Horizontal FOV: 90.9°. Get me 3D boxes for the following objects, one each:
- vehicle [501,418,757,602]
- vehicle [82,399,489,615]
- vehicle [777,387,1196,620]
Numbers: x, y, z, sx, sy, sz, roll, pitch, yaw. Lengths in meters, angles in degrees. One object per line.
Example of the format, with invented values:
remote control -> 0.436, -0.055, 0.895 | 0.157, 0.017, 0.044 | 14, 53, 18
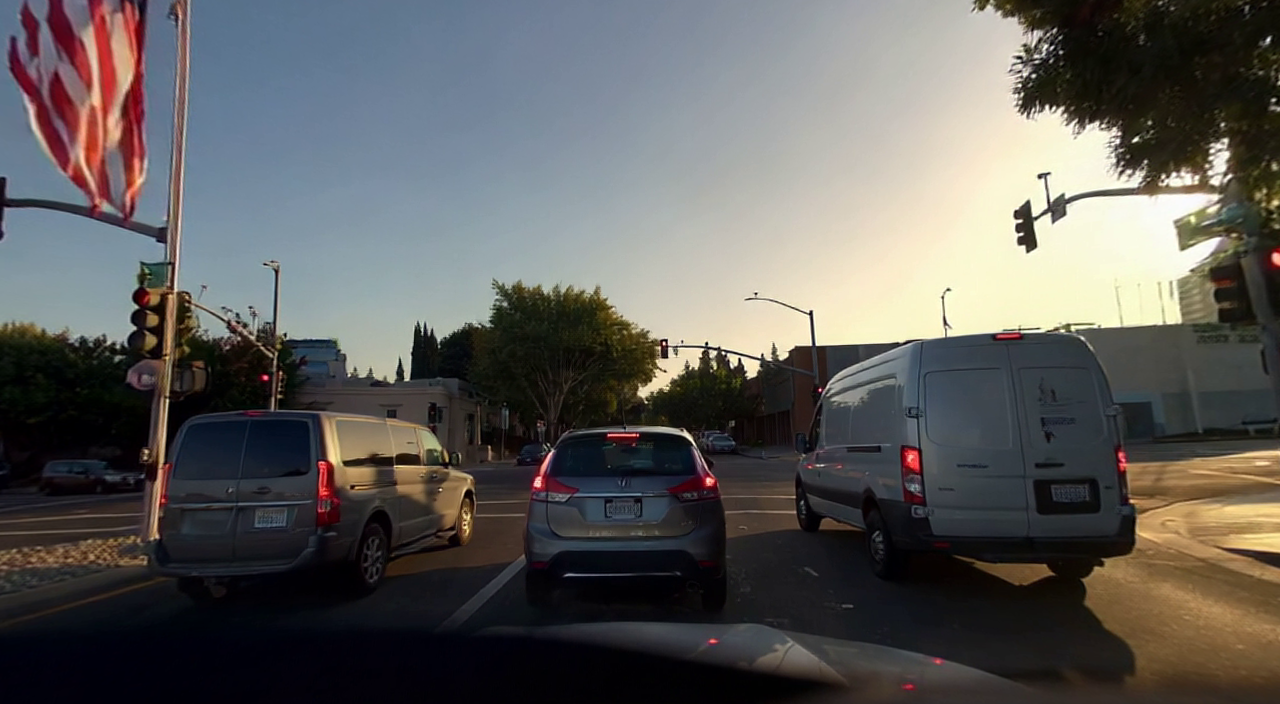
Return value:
vehicle -> -0.139, 1.616, 7.325 | 2.098, 1.494, 4.118 | 0, -9, -1
vehicle -> -3.303, 1.520, 7.042 | 2.024, 1.677, 3.998 | -1, -9, 3
vehicle -> 3.091, 1.467, 7.019 | 2.178, 1.746, 4.400 | 0, -9, 1
